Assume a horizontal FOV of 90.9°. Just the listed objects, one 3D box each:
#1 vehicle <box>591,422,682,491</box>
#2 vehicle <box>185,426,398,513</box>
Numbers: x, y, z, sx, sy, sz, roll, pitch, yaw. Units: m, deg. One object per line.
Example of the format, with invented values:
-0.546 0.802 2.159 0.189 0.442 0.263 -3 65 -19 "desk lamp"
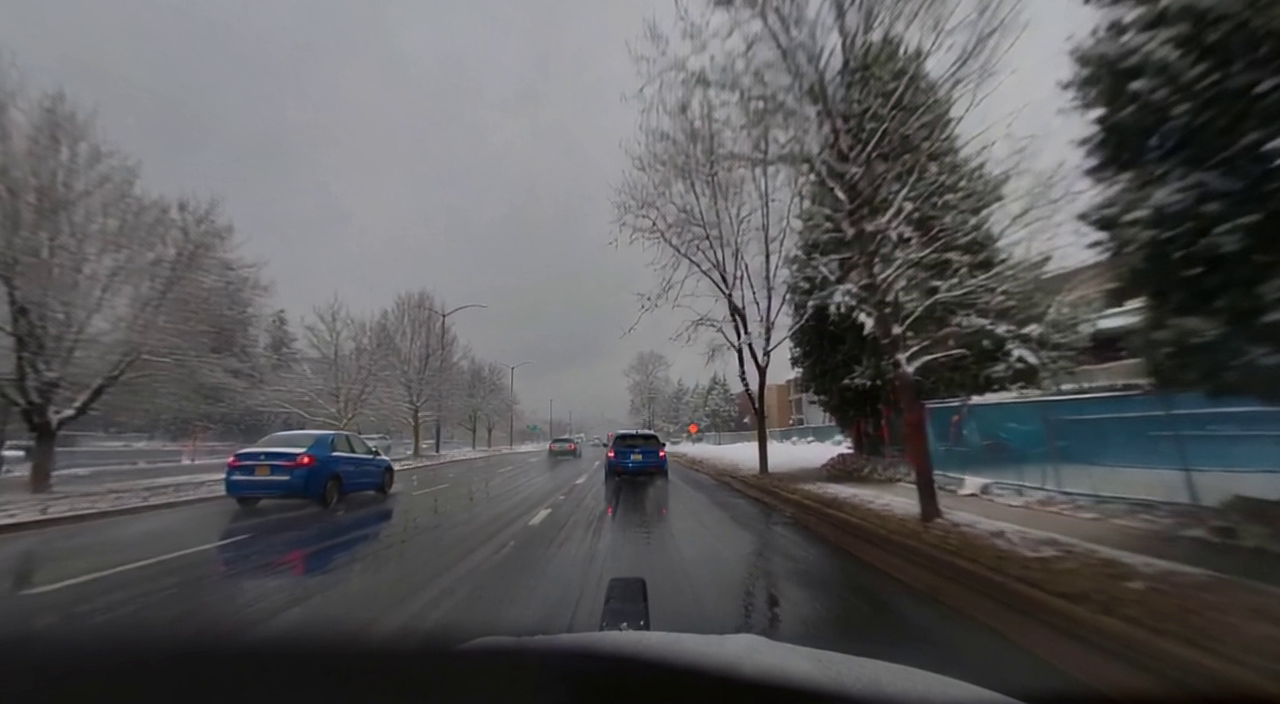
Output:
-0.168 2.842 17.540 2.227 1.654 4.091 0 -8 -2 "vehicle"
-6.837 2.309 13.055 1.877 1.479 4.430 0 -8 0 "vehicle"
